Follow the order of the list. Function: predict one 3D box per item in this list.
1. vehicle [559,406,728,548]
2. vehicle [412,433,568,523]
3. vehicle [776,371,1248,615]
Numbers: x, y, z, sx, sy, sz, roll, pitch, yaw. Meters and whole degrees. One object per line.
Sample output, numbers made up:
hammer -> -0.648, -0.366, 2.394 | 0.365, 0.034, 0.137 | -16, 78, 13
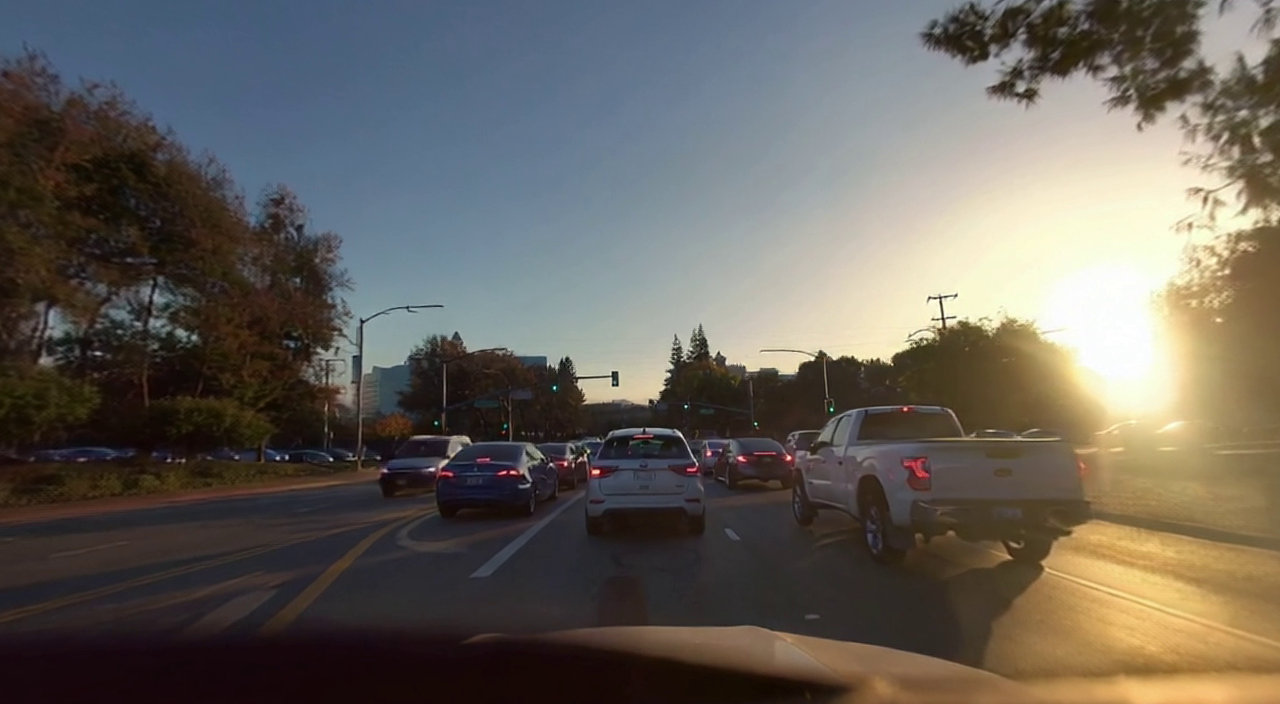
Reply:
vehicle -> 0.106, 1.862, 9.942 | 2.113, 1.768, 3.901 | 0, -8, 2
vehicle -> -2.761, 2.431, 12.751 | 2.023, 1.494, 4.259 | 0, -8, 1
vehicle -> 3.482, 1.509, 7.861 | 2.317, 1.857, 5.940 | 0, -8, 1
